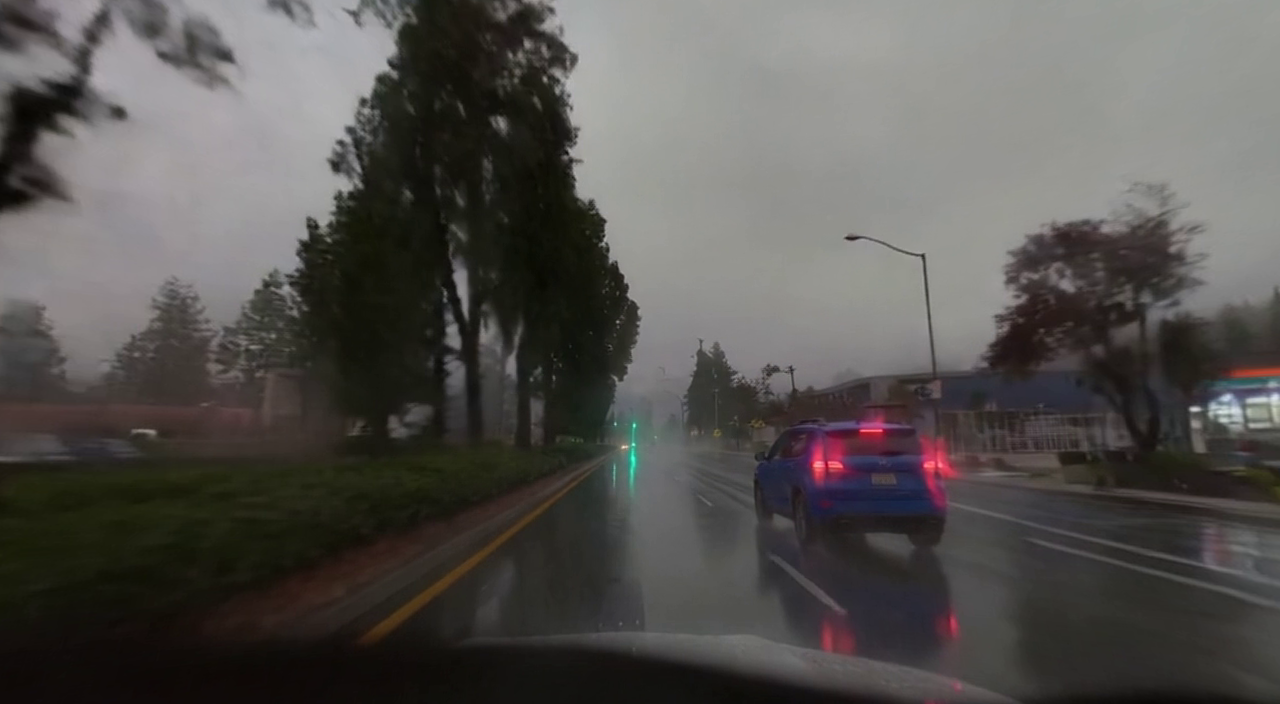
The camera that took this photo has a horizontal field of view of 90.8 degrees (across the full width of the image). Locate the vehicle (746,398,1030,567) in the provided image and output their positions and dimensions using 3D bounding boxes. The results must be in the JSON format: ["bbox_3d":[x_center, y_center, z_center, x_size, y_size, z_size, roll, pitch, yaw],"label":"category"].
[{"bbox_3d":[3.047,1.733,9.122,2.130,1.790,4.615,0,-9,-1],"label":"vehicle"}]
